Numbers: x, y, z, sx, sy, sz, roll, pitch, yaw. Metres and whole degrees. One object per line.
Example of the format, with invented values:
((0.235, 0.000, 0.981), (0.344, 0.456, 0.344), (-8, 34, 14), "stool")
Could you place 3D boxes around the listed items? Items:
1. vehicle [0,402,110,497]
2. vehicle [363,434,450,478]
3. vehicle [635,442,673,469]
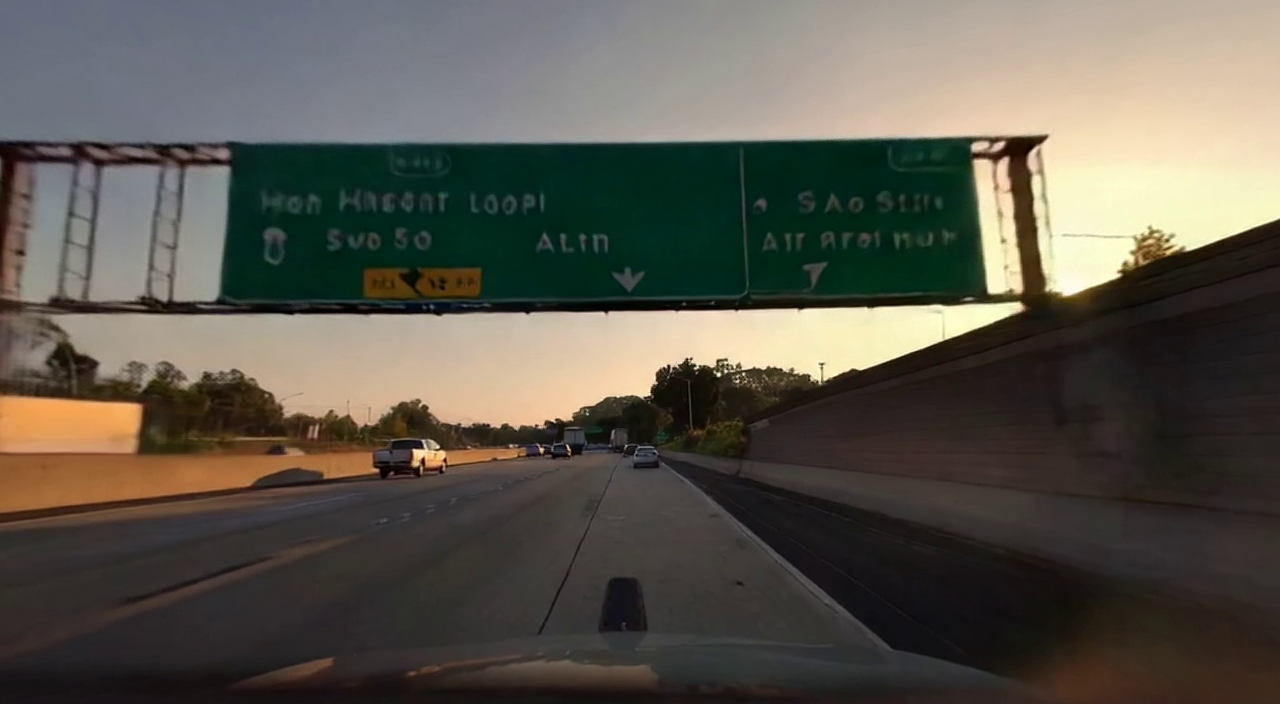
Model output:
((-17.743, 2.562, 16.538), (2.447, 2.421, 6.020), (0, -8, -1), "vehicle")
((-10.567, 4.725, 29.037), (2.246, 1.812, 4.740), (0, -8, -1), "vehicle")
((0.812, 6.117, 37.454), (2.137, 1.461, 3.999), (-1, -8, 1), "vehicle")
